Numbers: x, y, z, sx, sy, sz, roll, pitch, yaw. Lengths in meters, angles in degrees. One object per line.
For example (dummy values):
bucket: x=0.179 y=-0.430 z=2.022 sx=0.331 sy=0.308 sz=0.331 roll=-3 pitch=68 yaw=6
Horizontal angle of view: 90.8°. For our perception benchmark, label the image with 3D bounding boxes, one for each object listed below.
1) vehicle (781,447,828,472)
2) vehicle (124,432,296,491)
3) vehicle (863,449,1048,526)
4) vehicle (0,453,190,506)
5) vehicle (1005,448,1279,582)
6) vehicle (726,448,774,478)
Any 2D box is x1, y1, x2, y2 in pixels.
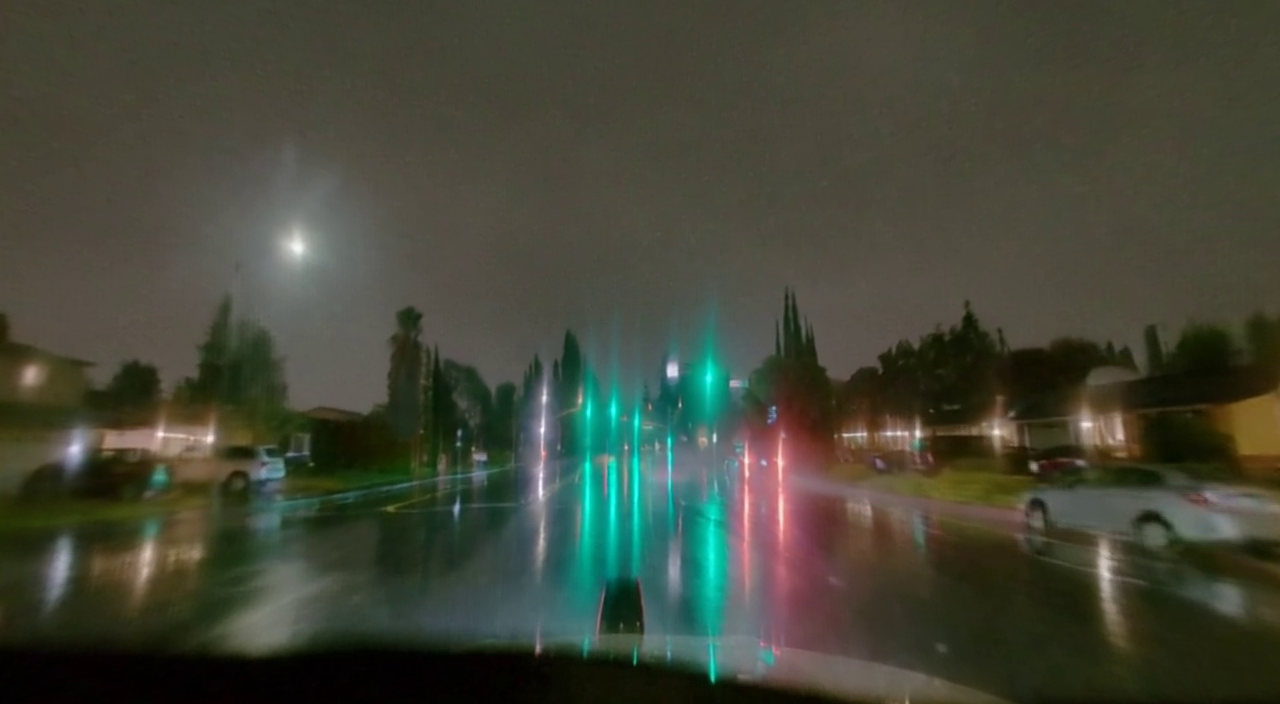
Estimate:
vehicle: x=10.618 y=6.977 z=41.120 sx=1.925 sy=1.490 sz=4.475 roll=-1 pitch=-9 yaw=1
vehicle: x=-17.766 y=4.558 z=26.379 sx=5.096 sy=2.070 sz=2.687 roll=2 pitch=-9 yaw=2
vehicle: x=7.570 y=3.245 z=15.854 sx=1.934 sy=1.504 sz=4.928 roll=4 pitch=-9 yaw=-3
vehicle: x=-17.695 y=4.106 z=20.545 sx=4.598 sy=1.445 sz=1.973 roll=-2 pitch=-9 yaw=0
vehicle: x=7.978 y=2.252 z=9.665 sx=1.951 sy=1.528 sz=4.366 roll=1 pitch=-9 yaw=-4
vehicle: x=6.711 y=6.794 z=39.057 sx=2.064 sy=1.498 sz=4.877 roll=6 pitch=-8 yaw=1
